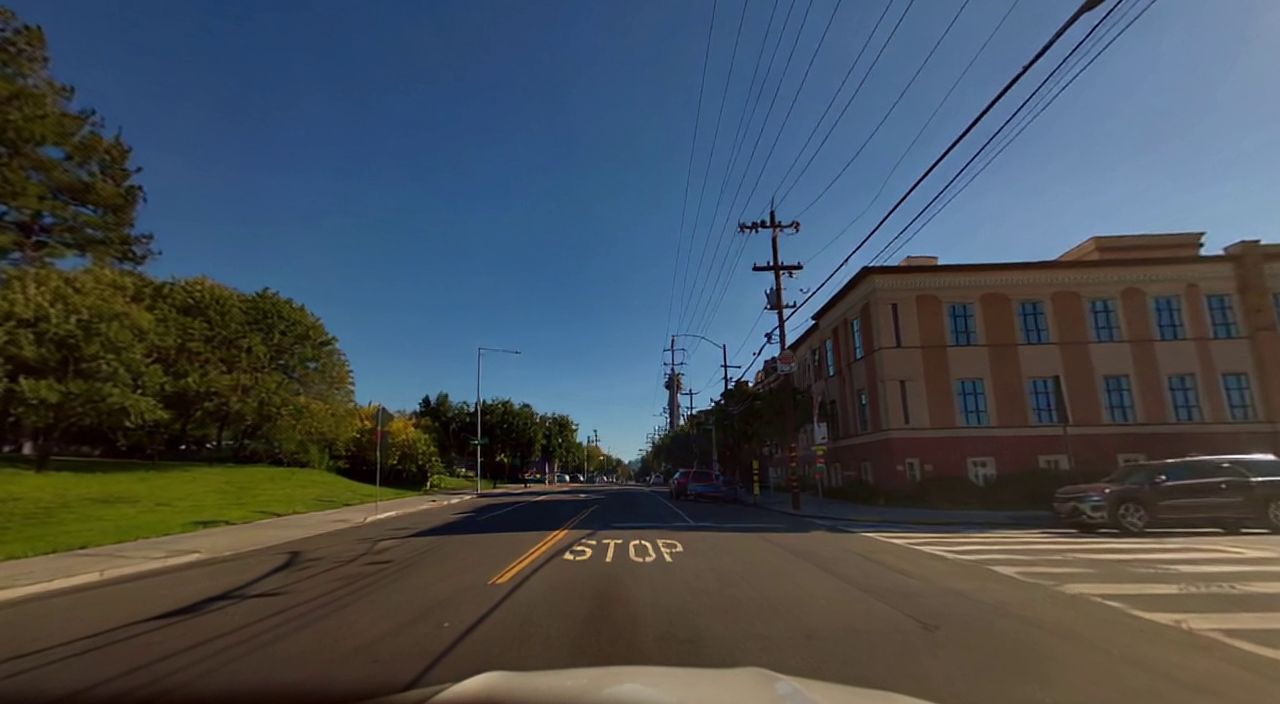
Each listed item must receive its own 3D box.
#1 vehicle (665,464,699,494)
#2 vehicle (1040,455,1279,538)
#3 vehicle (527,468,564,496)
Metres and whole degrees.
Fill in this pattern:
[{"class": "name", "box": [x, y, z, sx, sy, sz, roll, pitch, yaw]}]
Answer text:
[{"class": "vehicle", "box": [2.878, 8.797, 44.097, 1.953, 1.774, 5.008, 0, -8, -1]}, {"class": "vehicle", "box": [11.464, 2.943, 13.208, 4.771, 1.492, 2.107, 0, -8, -2]}, {"class": "vehicle", "box": [-6.607, 9.168, 44.645, 1.913, 1.682, 4.365, 0, -8, 0]}]
